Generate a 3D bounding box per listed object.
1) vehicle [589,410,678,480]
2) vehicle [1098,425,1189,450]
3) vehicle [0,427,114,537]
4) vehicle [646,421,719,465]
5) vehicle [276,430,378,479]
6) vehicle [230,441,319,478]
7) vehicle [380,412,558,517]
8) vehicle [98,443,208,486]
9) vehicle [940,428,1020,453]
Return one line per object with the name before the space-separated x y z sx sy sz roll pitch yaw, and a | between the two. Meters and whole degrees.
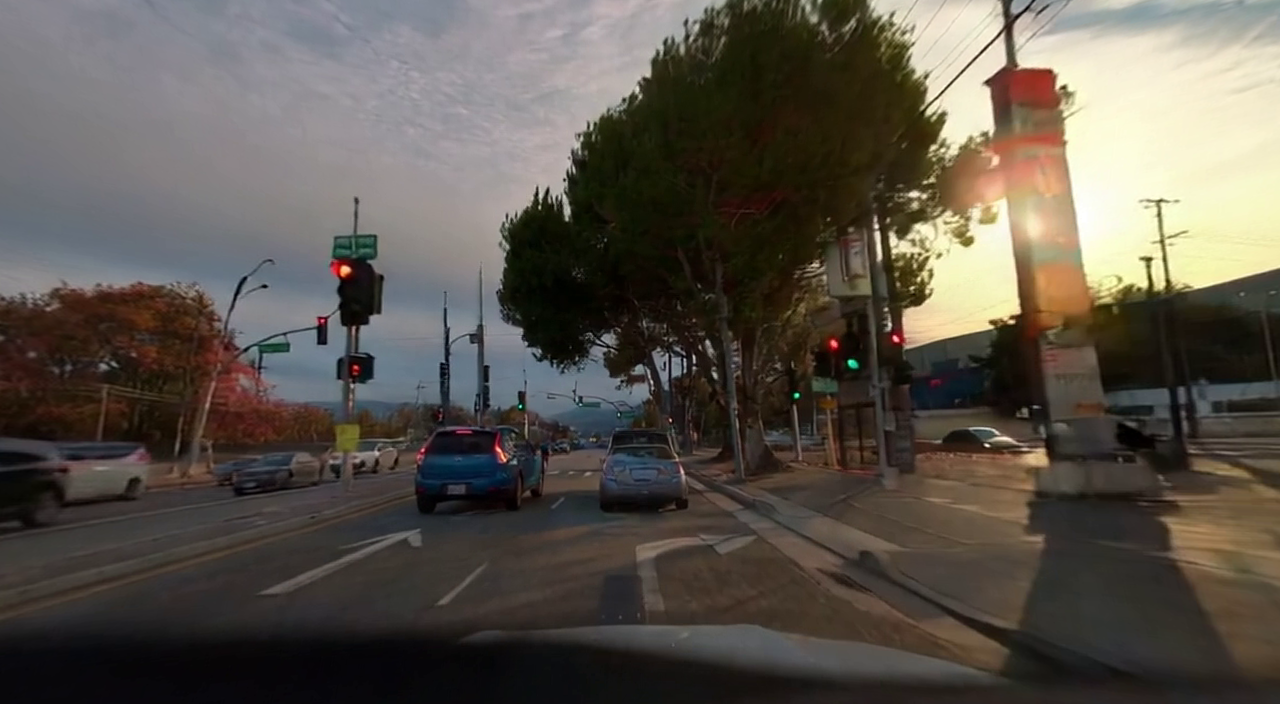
vehicle | -0.096 3.073 20.783 2.552 1.999 5.498 0 -9 2
vehicle | 33.751 5.750 42.271 4.403 1.484 1.952 -2 -10 -2
vehicle | -11.753 2.209 10.721 1.912 1.831 4.314 0 -9 -3
vehicle | 2.126 4.296 29.606 2.136 1.813 5.570 -3 -9 17
vehicle | -12.768 4.212 26.057 1.980 1.799 4.489 0 -9 -2
vehicle | -16.330 4.802 28.375 1.719 1.523 3.864 0 -9 -1
vehicle | -3.161 2.240 12.971 2.247 1.734 4.919 0 -9 1
vehicle | -31.082 7.163 40.235 5.274 1.973 2.438 -8 -10 4
vehicle | 21.709 5.674 40.320 3.997 1.496 1.907 0 -9 -3
